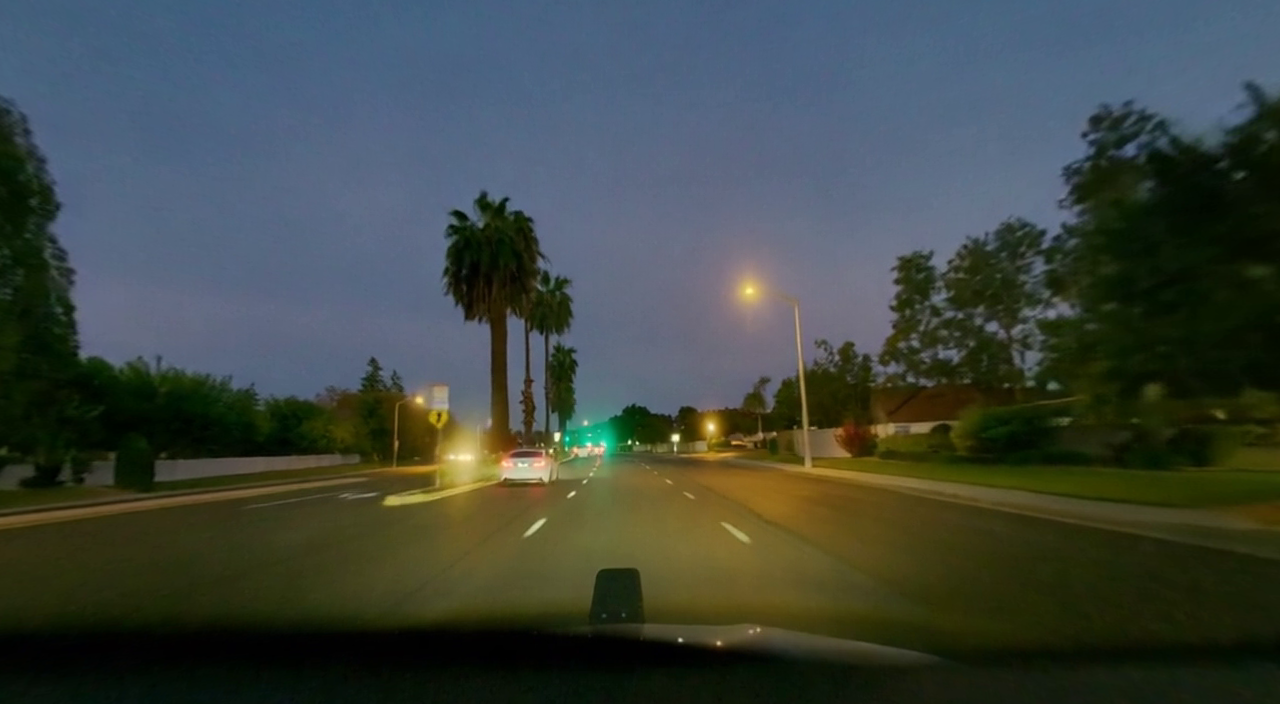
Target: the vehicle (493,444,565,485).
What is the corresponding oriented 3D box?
[{"bbox_3d":[-4.293,4.423,25.191,2.108,1.475,4.555,0,-9,-1],"label":"vehicle"}]
